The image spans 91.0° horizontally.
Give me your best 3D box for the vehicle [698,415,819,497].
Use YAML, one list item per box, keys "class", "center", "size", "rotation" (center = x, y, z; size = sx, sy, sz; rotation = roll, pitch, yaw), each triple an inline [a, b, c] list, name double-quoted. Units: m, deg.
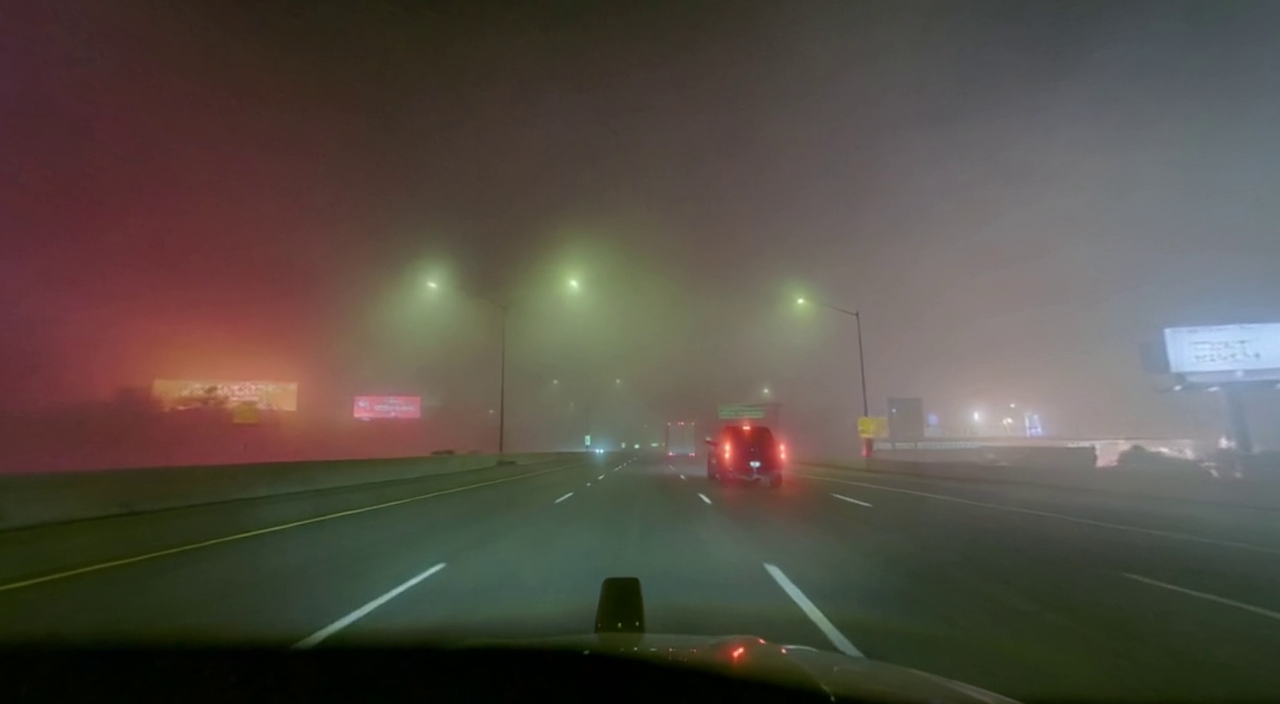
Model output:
- class: "vehicle"
  center: [3.447, 3.250, 19.981]
  size: [2.740, 2.157, 6.300]
  rotation: [0, -9, 1]
